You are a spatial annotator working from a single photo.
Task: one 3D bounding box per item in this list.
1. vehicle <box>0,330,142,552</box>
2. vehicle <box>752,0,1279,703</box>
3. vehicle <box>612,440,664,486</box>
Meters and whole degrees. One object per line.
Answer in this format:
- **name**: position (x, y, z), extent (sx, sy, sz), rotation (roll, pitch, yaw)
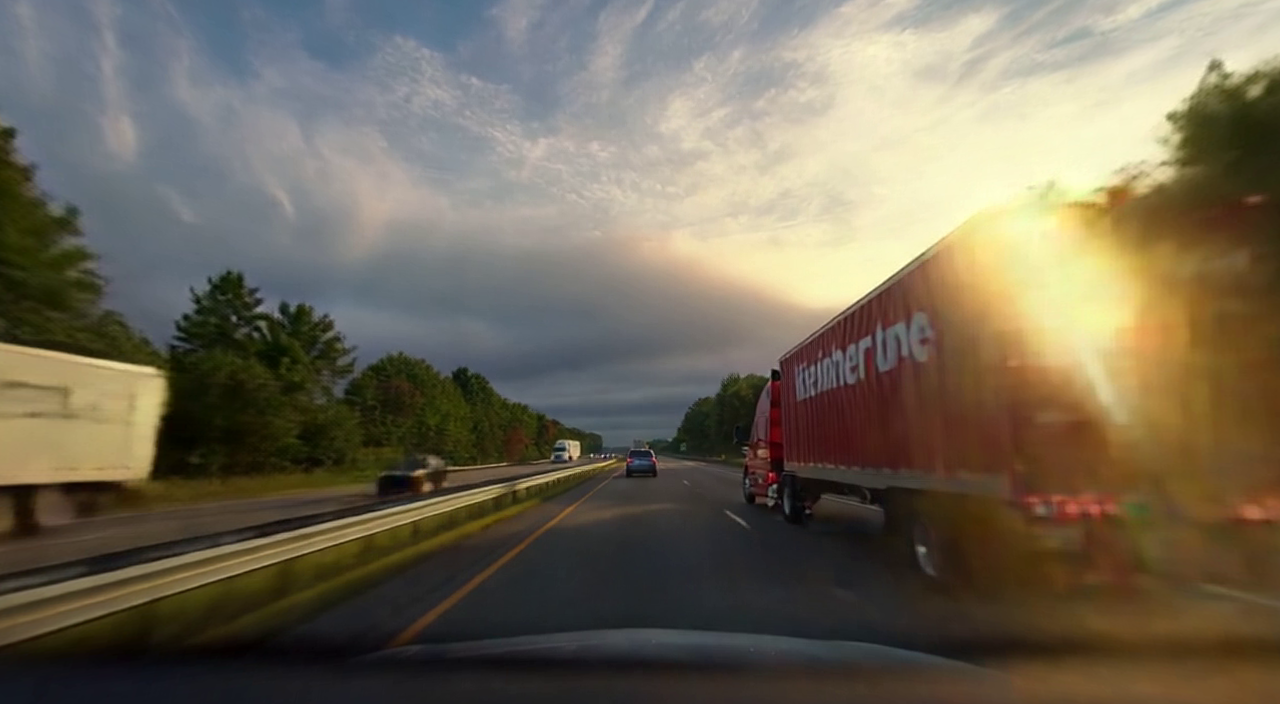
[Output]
- **vehicle**: position (-13.386, 1.036, 7.816), extent (3.256, 4.016, 13.586), rotation (0, -9, 0)
- **vehicle**: position (4.367, 0.794, 9.400), extent (3.030, 3.985, 12.707), rotation (0, -9, 0)
- **vehicle**: position (-0.090, 4.874, 27.850), extent (2.105, 1.865, 4.102), rotation (0, -9, 0)
